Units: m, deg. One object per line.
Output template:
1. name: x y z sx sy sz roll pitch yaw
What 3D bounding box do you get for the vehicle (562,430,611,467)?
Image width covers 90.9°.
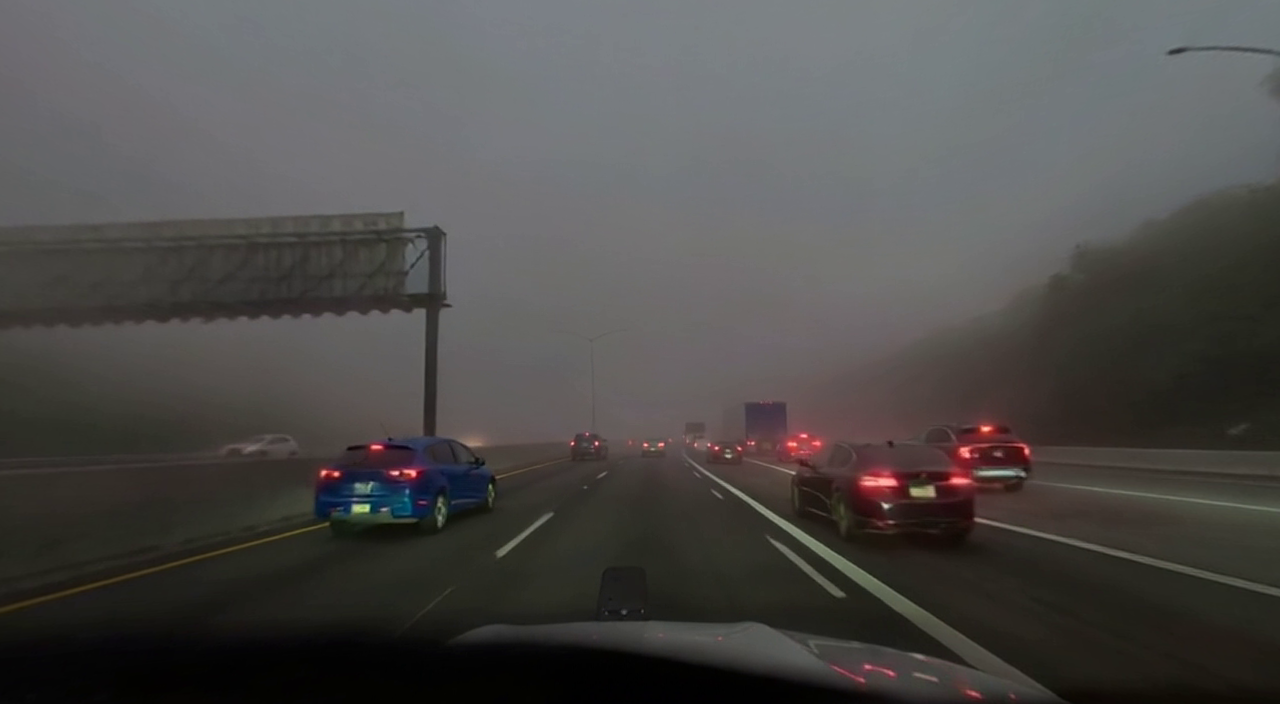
1. vehicle: -2.672 4.923 32.346 2.006 1.741 4.277 -1 -8 2

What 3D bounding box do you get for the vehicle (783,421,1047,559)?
1. vehicle: 3.507 1.830 9.077 1.933 1.492 4.125 -1 -9 0

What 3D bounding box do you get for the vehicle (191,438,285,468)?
1. vehicle: -22.130 5.599 34.985 1.923 1.509 4.735 -1 -9 2

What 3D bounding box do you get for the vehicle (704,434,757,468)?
1. vehicle: 4.312 4.800 30.799 1.933 1.503 4.520 -1 -9 0

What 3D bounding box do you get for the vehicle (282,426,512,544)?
1. vehicle: -3.556 2.032 10.298 1.914 1.476 4.416 -1 -9 1

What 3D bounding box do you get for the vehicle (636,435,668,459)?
1. vehicle: 0.793 6.300 41.728 2.040 1.461 3.984 -1 -9 1
